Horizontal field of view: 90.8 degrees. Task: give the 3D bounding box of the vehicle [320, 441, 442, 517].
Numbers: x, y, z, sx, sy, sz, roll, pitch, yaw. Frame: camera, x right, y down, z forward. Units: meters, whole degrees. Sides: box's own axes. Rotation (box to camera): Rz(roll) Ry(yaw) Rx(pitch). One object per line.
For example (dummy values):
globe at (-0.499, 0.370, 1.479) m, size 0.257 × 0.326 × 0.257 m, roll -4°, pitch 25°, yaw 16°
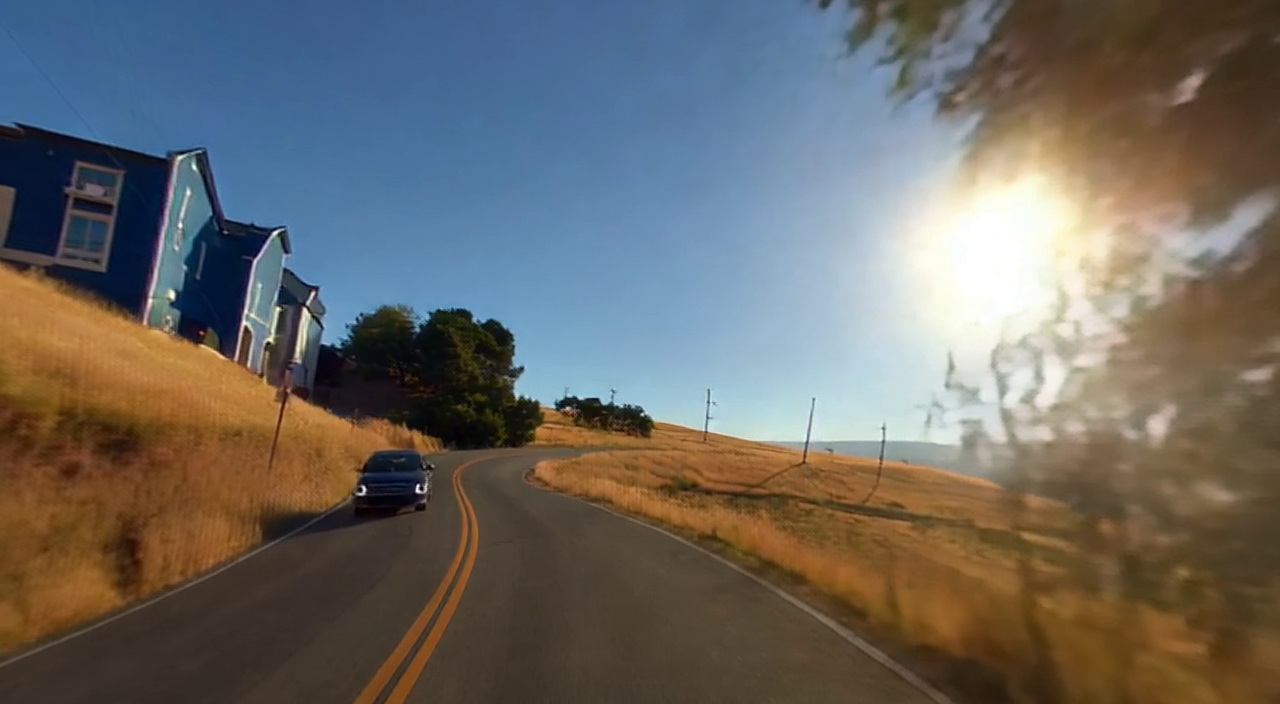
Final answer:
vehicle at (-5.895, 2.879, 14.917) m, size 2.063 × 1.485 × 3.997 m, roll 2°, pitch -9°, yaw -14°
